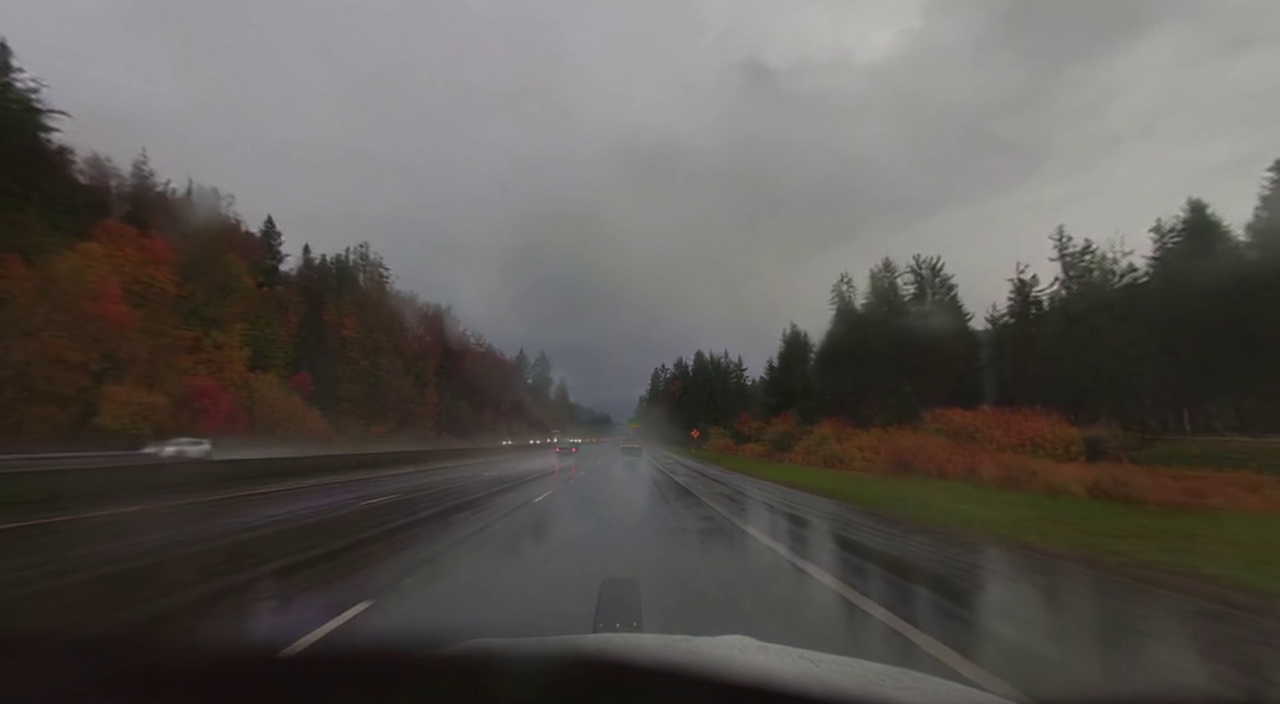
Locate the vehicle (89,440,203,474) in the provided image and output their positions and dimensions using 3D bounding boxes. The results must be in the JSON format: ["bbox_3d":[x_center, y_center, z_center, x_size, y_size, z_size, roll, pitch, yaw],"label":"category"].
[{"bbox_3d":[-24.708,5.236,31.709,1.970,1.504,4.664,0,-8,0],"label":"vehicle"}]

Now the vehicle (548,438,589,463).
[{"bbox_3d":[-4.446,6.195,39.836,2.004,1.497,4.260,0,-8,1],"label":"vehicle"}]
